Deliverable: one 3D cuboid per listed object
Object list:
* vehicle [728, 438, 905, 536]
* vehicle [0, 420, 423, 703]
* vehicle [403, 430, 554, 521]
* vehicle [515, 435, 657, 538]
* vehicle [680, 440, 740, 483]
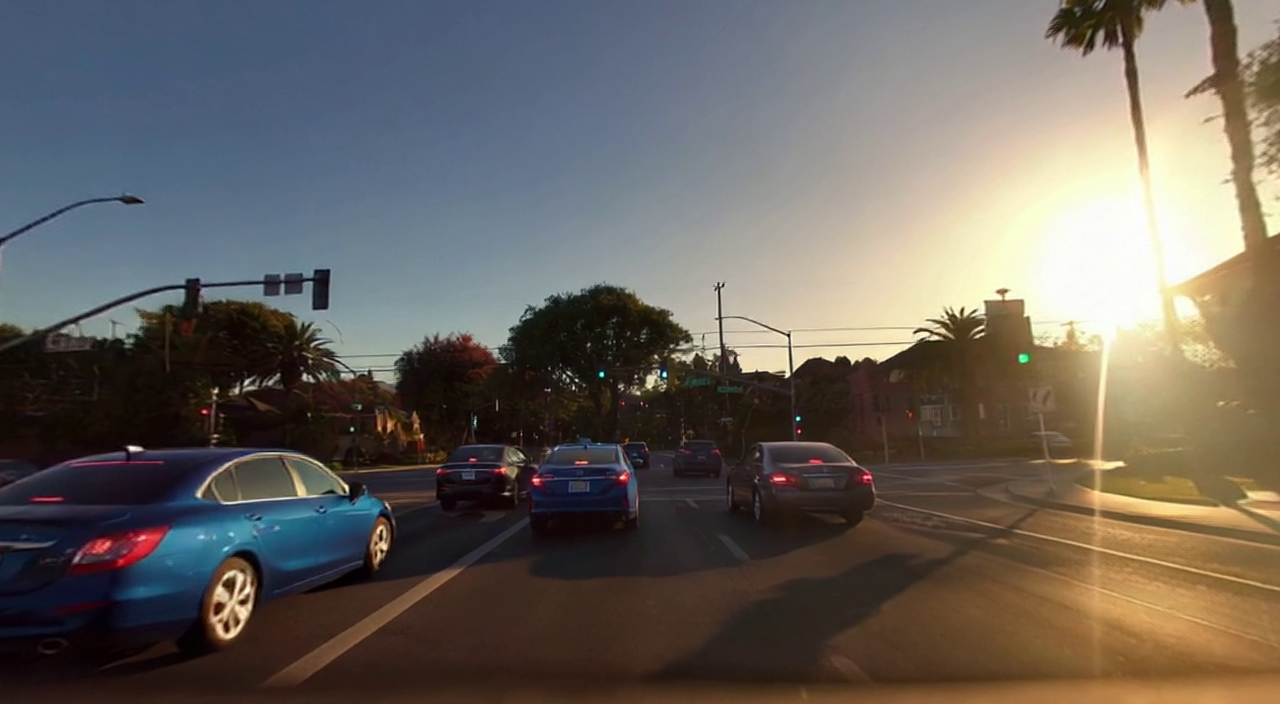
[{"bbox_3d":[2.997,2.386,11.841,2.014,1.464,4.312,0,-8,-1],"label":"vehicle"},{"bbox_3d":[-3.683,1.419,5.419,2.058,1.474,4.473,0,-8,0],"label":"vehicle"},{"bbox_3d":[-3.385,2.691,14.333,2.024,1.701,4.572,-1,-8,3],"label":"vehicle"},{"bbox_3d":[-0.814,2.292,11.364,2.104,1.500,3.815,0,-8,0],"label":"vehicle"},{"bbox_3d":[2.826,4.523,26.363,1.956,1.615,4.205,0,-8,-1],"label":"vehicle"}]
